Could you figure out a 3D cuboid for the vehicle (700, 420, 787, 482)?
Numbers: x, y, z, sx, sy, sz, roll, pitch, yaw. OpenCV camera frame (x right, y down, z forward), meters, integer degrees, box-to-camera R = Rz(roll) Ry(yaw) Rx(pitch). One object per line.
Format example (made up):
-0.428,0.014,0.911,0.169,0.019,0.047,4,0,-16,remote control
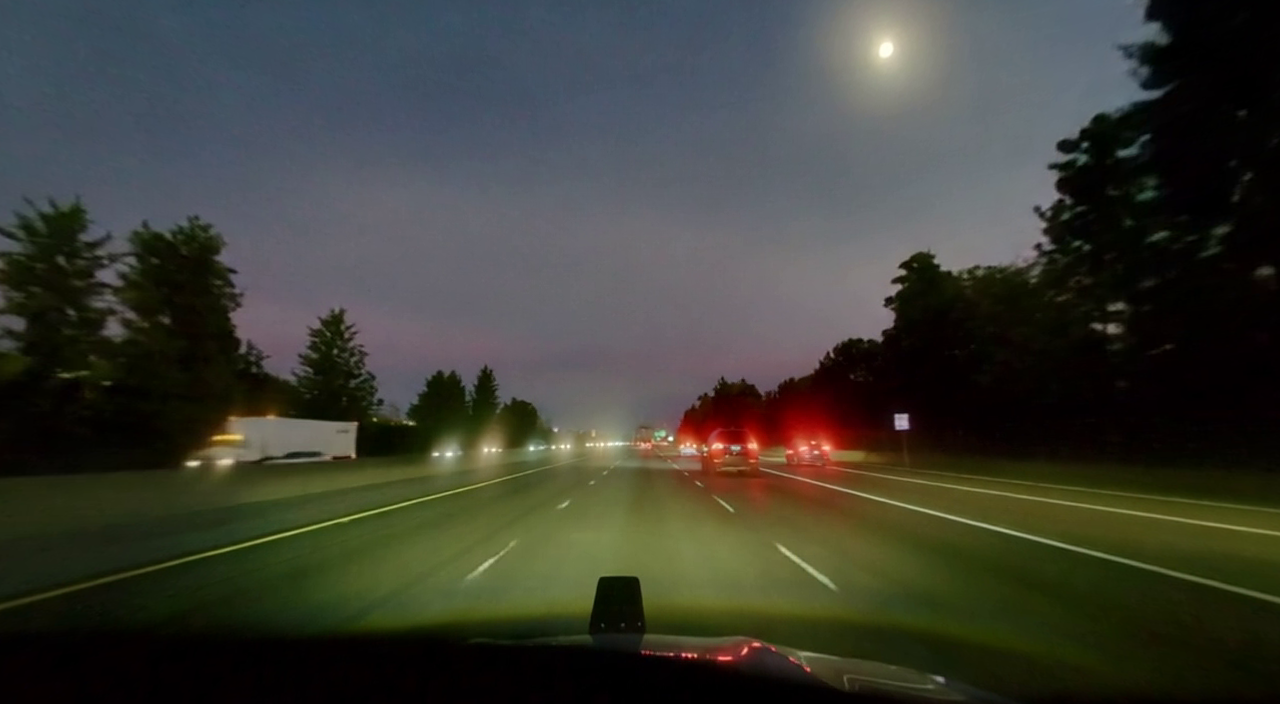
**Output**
3.599,3.603,23.168,2.218,1.964,5.662,0,-8,0,vehicle

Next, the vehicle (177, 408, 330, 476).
-24.824,5.941,41.655,2.979,3.823,11.123,0,-8,0,vehicle

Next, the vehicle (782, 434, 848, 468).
9.240,5.255,33.675,2.045,1.658,4.598,0,-8,-2,vehicle

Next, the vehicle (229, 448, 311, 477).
-20.855,6.208,35.791,1.912,1.449,4.574,0,-8,0,vehicle
